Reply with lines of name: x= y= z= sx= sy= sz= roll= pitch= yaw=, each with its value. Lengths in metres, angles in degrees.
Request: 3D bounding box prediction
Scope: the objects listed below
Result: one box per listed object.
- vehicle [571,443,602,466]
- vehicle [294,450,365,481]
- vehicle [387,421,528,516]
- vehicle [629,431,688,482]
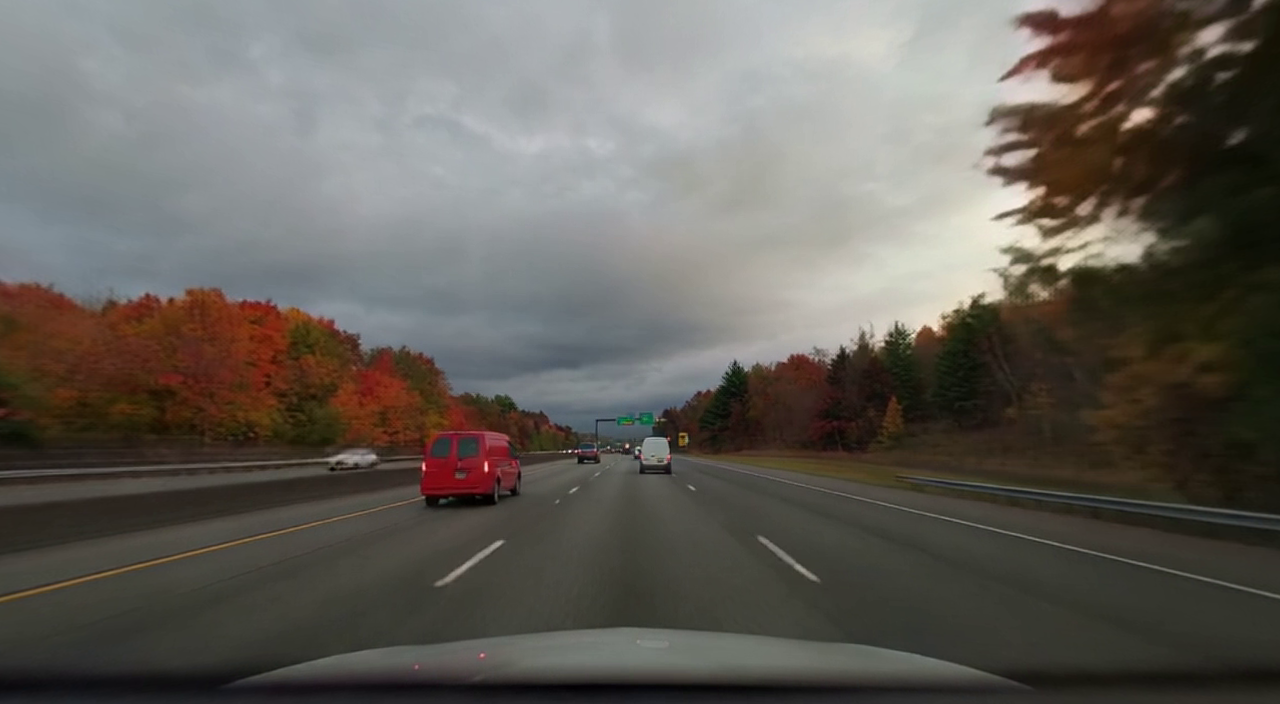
vehicle: x=-4.198 y=8.146 z=49.908 sx=2.088 sy=1.688 sz=4.365 roll=0 pitch=-9 yaw=-1
vehicle: x=-16.781 y=6.125 z=34.069 sx=1.845 sy=1.515 sz=3.851 roll=0 pitch=-9 yaw=0
vehicle: x=-3.846 y=2.538 z=14.006 sx=2.021 sy=1.790 sz=3.907 roll=0 pitch=-9 yaw=-1
vehicle: x=0.690 y=4.405 z=26.608 sx=2.179 sy=1.930 sz=4.538 roll=0 pitch=-9 yaw=-2
